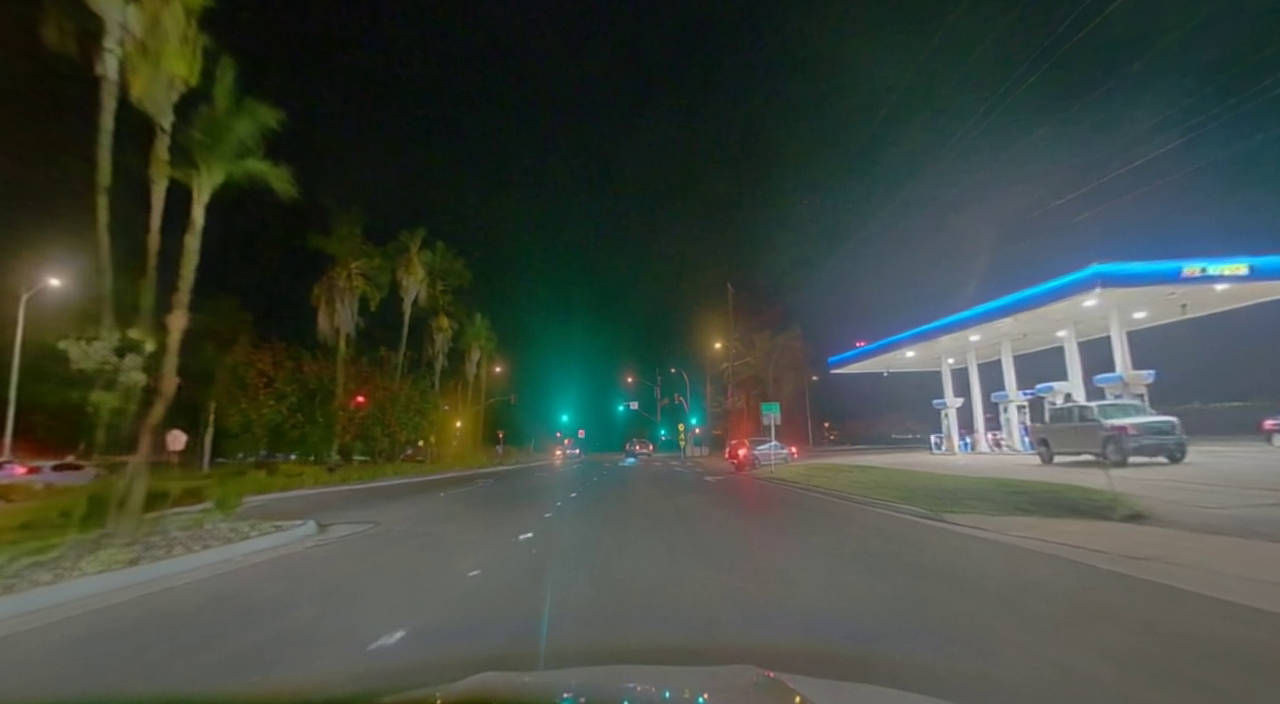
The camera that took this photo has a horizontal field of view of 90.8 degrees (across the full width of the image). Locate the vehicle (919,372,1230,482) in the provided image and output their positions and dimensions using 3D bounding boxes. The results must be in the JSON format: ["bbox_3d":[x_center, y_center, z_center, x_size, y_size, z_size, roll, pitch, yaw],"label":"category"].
[{"bbox_3d":[13.351,2.653,21.279,2.944,2.783,10.332,0,-8,-2],"label":"vehicle"}]

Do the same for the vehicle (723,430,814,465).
[{"bbox_3d":[8.463,6.205,41.326,6.059,2.082,2.703,7,-11,-42],"label":"vehicle"}]

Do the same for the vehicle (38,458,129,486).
[{"bbox_3d":[-36.377,7.824,41.474,1.917,1.684,4.567,0,-9,-2],"label":"vehicle"}]
